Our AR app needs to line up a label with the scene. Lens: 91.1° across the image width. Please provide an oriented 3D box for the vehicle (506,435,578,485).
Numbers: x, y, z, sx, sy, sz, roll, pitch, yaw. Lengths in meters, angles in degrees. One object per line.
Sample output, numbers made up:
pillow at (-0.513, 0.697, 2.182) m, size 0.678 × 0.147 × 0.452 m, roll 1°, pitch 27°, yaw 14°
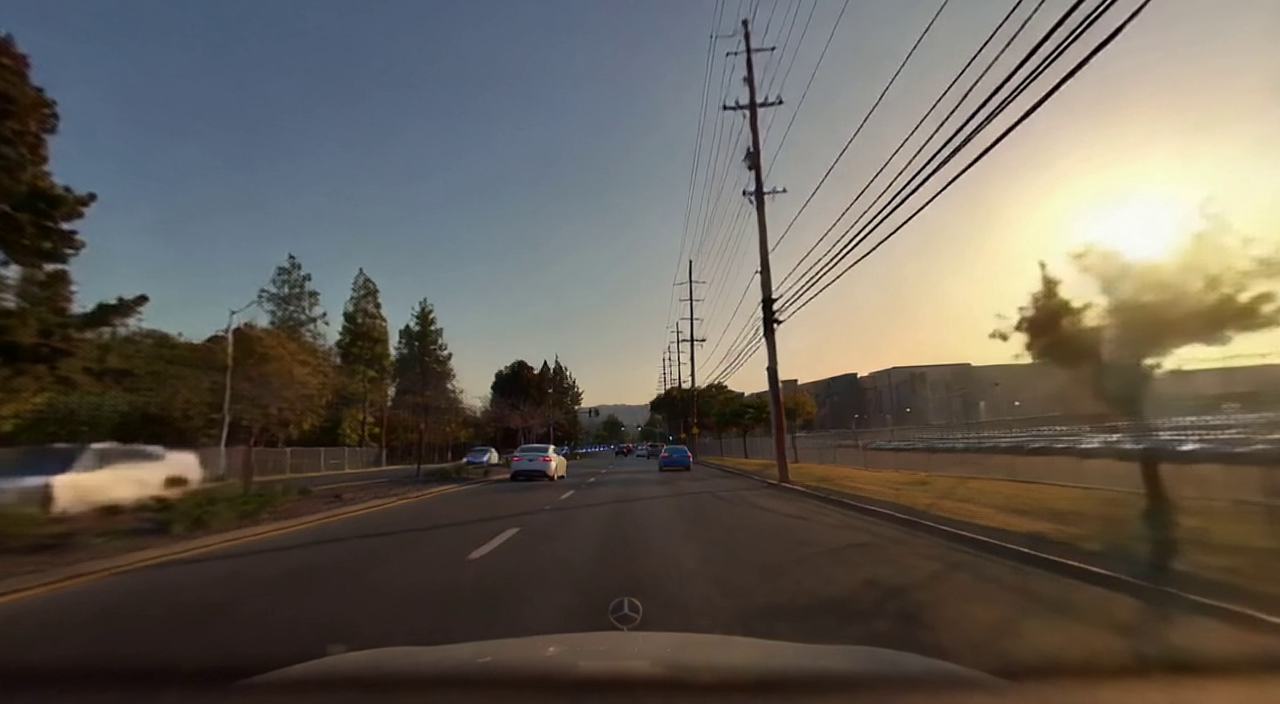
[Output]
vehicle at (-3.619, 4.064, 23.962) m, size 1.950 × 1.692 × 4.397 m, roll -1°, pitch -8°, yaw 1°

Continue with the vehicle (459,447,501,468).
vehicle at (-12.587, 8.277, 49.626) m, size 2.028 × 1.534 × 4.589 m, roll -1°, pitch -8°, yaw 1°

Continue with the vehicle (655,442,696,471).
vehicle at (1.900, 5.779, 34.809) m, size 2.059 × 1.486 × 3.980 m, roll 0°, pitch -8°, yaw 0°

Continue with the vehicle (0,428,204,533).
vehicle at (-12.188, 2.599, 13.304) m, size 2.090 × 1.815 × 5.244 m, roll 0°, pitch -8°, yaw 0°
